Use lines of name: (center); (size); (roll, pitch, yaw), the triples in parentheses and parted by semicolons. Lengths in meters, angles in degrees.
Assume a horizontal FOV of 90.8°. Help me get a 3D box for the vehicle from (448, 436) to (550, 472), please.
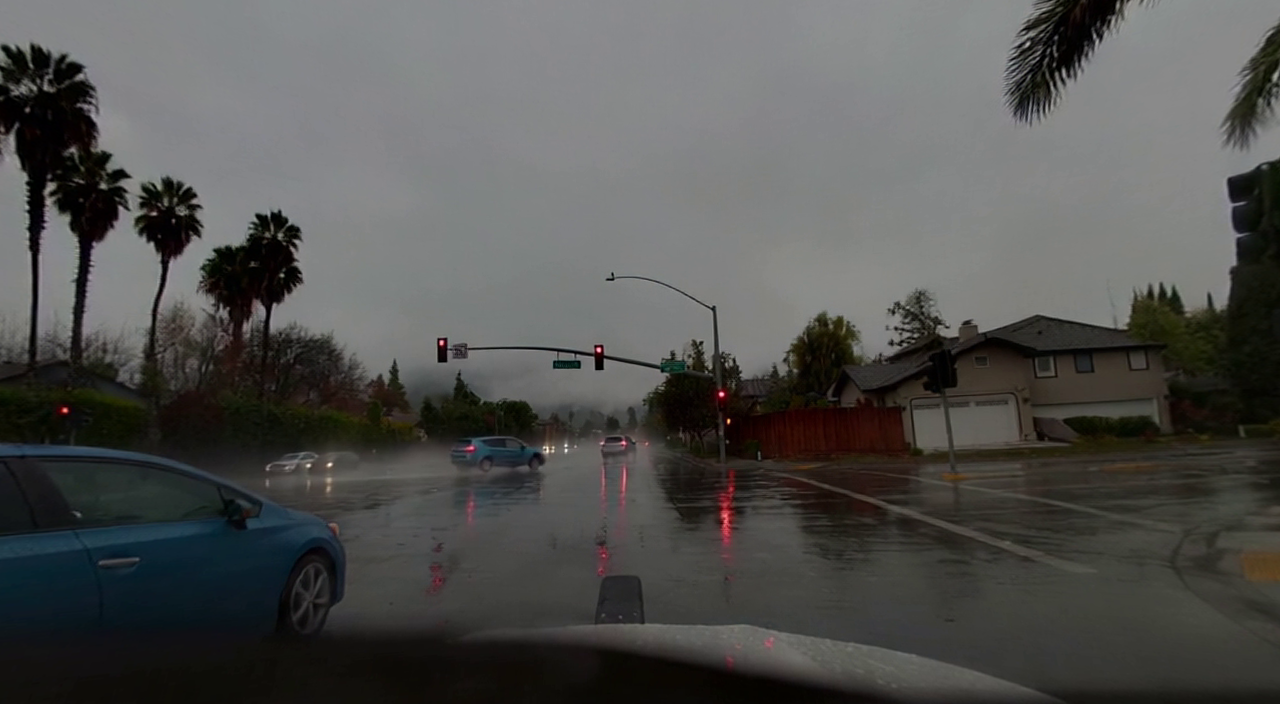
vehicle: (-6.666, 4.875, 30.381); (2.083, 1.541, 4.777); (-5, -10, 29)

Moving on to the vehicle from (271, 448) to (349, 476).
vehicle: (-20.002, 6.662, 38.547); (2.084, 1.528, 4.778); (-1, -9, 2)

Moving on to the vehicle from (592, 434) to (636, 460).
vehicle: (-1.857, 7.105, 47.141); (2.393, 1.775, 5.204); (-1, -9, 7)
